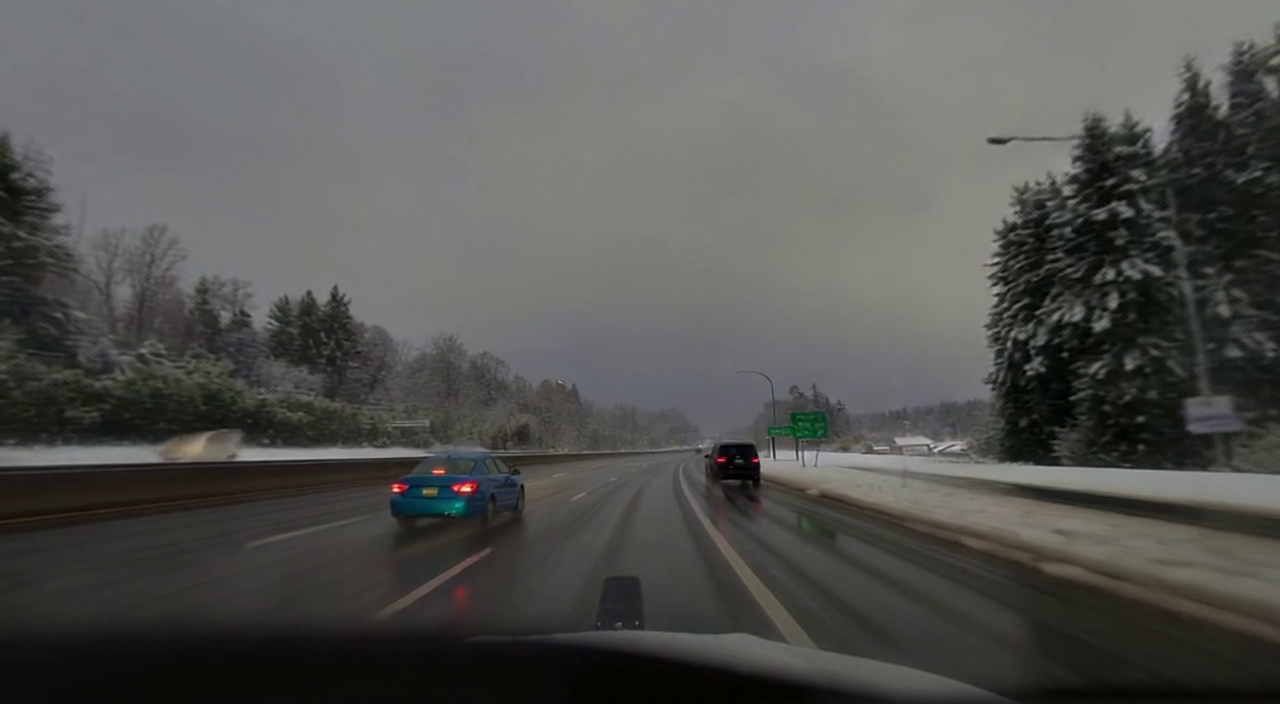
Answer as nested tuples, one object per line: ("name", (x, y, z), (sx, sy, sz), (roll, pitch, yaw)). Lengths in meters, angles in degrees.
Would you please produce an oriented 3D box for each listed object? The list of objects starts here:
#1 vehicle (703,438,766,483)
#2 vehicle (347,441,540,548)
("vehicle", (4.172, 4.881, 28.548), (2.225, 1.833, 4.340), (0, -9, 1))
("vehicle", (-3.129, 2.367, 11.153), (1.937, 1.490, 4.372), (0, -9, 1))
